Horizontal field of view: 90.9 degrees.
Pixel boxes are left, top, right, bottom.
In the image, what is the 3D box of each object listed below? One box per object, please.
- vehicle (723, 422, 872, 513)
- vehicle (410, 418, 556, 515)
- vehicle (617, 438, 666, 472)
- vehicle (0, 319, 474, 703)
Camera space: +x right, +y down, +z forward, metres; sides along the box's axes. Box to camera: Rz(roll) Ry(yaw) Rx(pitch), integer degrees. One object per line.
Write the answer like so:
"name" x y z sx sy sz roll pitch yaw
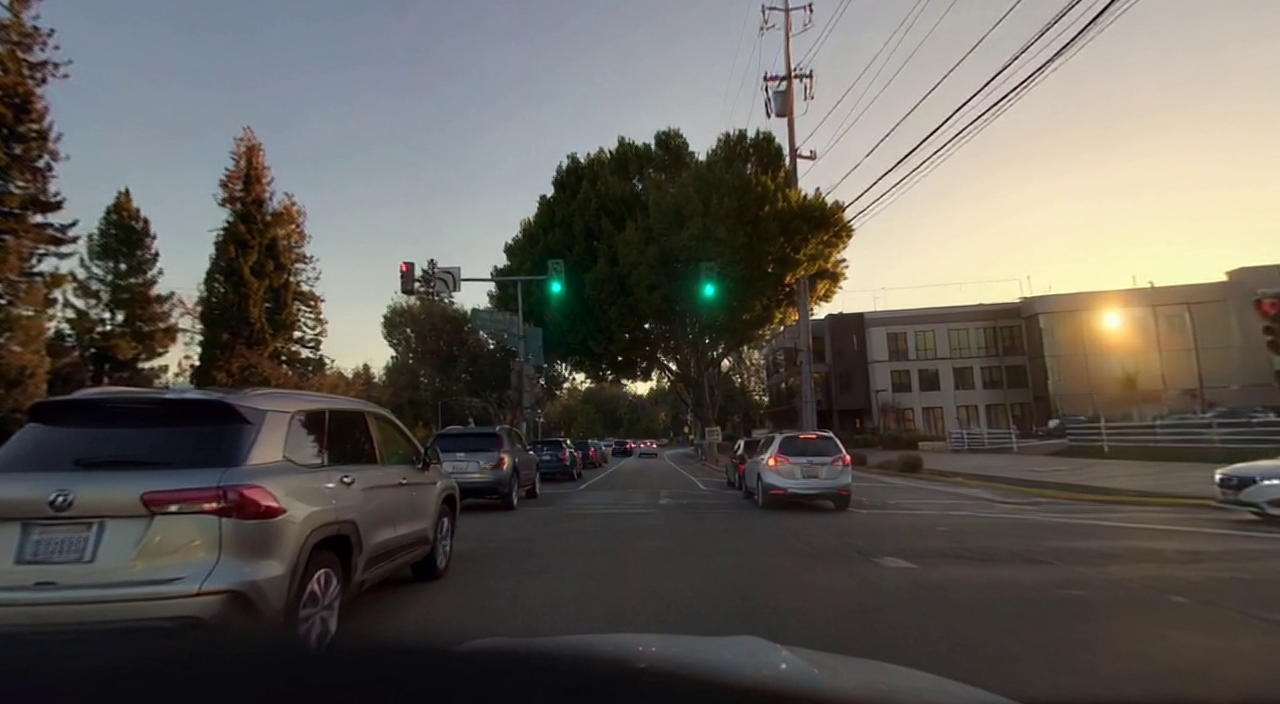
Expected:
"vehicle" 3.335 2.551 14.502 2.201 1.734 4.564 0 -8 -1
"vehicle" -3.136 2.382 13.632 1.958 1.744 4.315 0 -8 1
"vehicle" 0.082 4.980 30.614 2.185 1.515 4.215 0 -8 0
"vehicle" -2.871 1.050 4.458 2.127 1.754 4.287 0 -8 1
